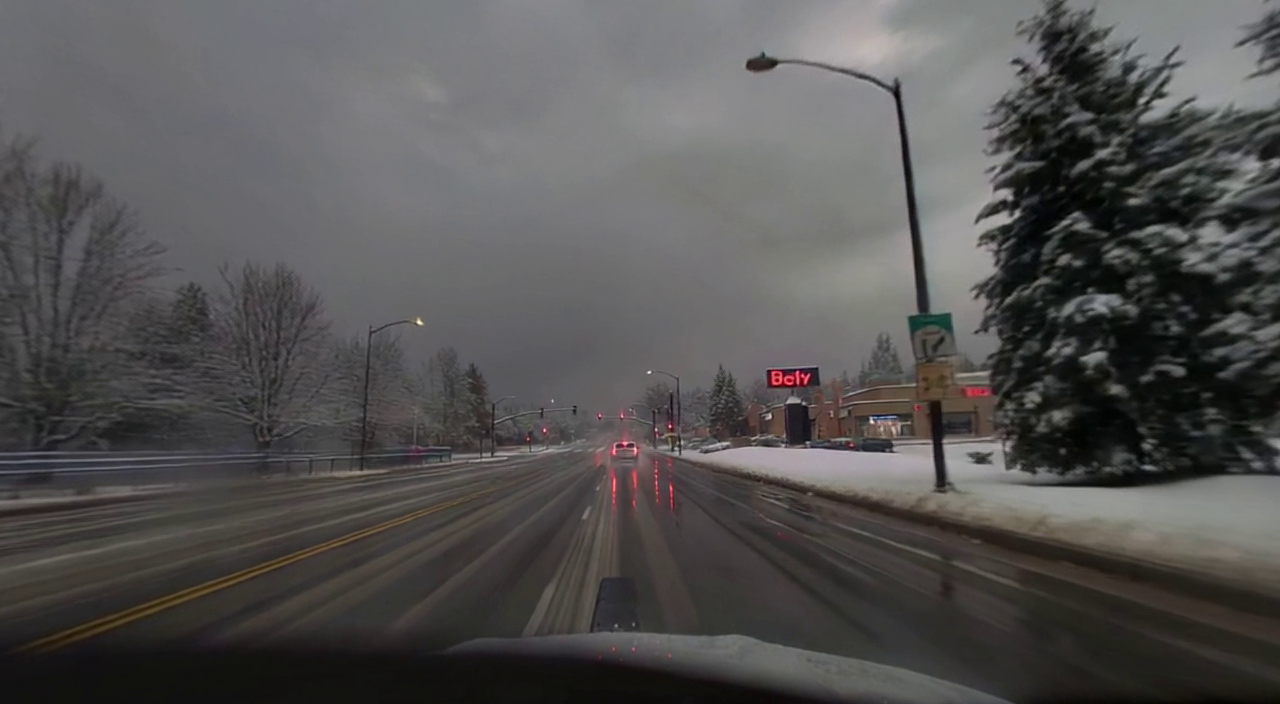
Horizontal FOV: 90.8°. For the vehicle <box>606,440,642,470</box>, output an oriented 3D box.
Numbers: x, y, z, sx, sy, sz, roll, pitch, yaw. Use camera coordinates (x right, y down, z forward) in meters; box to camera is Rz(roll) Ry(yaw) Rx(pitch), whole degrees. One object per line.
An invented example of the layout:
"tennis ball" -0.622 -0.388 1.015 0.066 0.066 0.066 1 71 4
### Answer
"vehicle" -0.938 6.131 37.802 2.024 1.628 4.774 0 -8 -1
